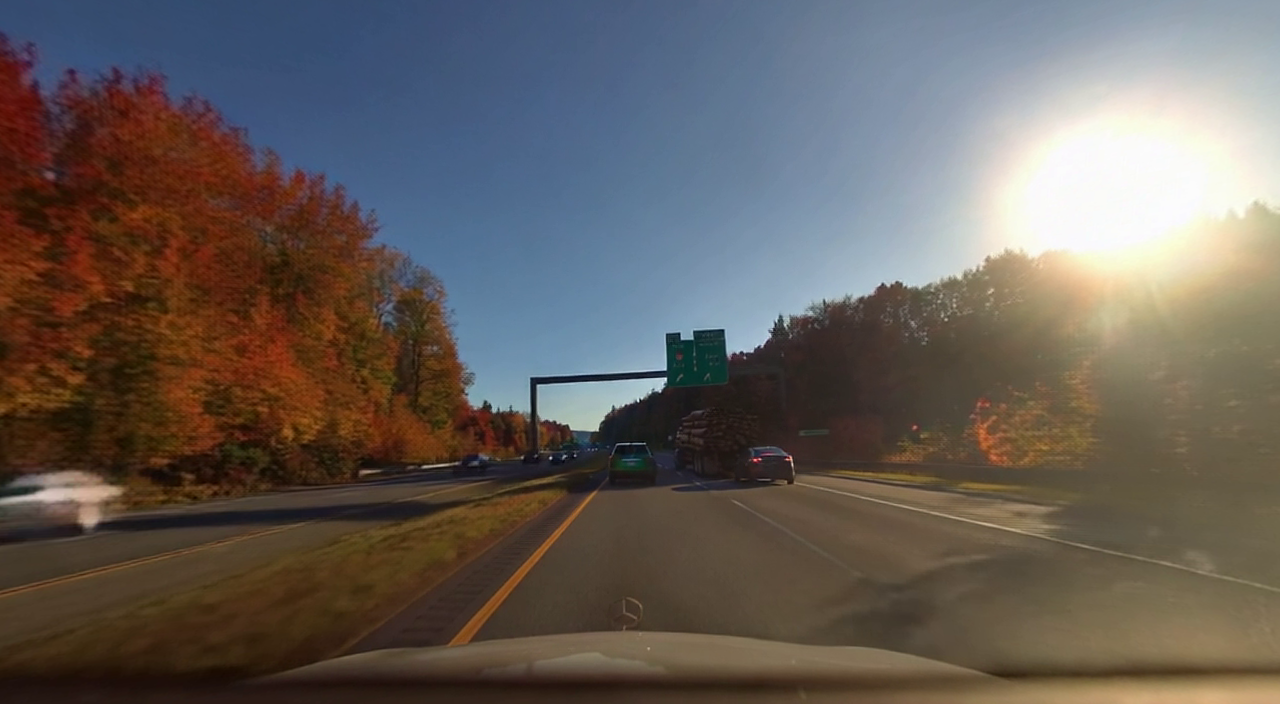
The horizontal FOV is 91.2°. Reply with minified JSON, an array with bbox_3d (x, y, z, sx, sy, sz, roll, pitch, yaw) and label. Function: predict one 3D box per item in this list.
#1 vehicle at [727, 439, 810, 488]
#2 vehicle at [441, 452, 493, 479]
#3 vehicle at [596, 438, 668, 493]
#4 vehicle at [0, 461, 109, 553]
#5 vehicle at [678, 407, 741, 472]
[{"bbox_3d":[4.785,4.229,24.074,2.057,1.660,4.525,0,-9,-2],"label":"vehicle"},{"bbox_3d":[-12.154,8.014,44.471,2.191,1.683,4.795,-1,-9,2],"label":"vehicle"},{"bbox_3d":[-0.293,3.860,21.697,2.263,1.699,3.936,0,-9,-1],"label":"vehicle"},{"bbox_3d":[-12.658,2.866,11.444,1.987,1.612,4.522,0,-9,-1],"label":"vehicle"},{"bbox_3d":[4.538,5.991,42.637,3.125,3.895,8.461,0,-9,-1],"label":"vehicle"}]
